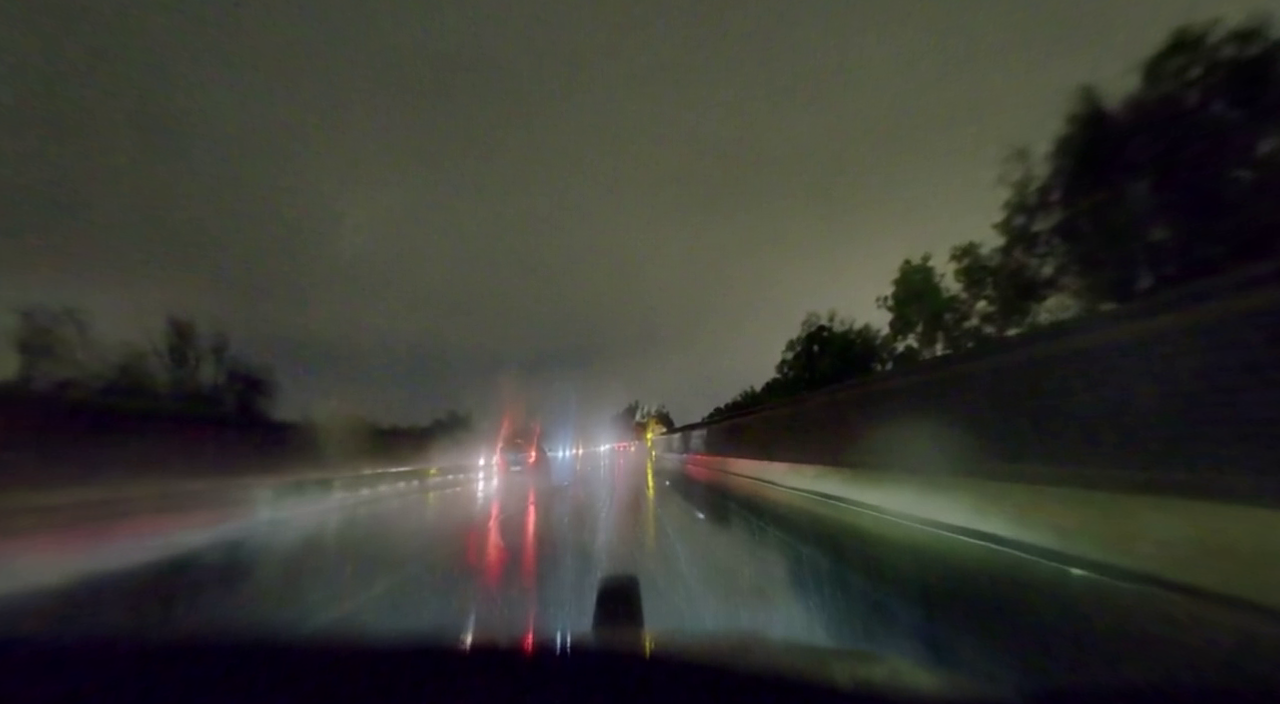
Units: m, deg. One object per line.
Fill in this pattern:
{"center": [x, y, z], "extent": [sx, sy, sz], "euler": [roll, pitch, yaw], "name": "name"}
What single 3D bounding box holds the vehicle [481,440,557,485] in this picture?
{"center": [-4.664, 4.341, 25.015], "extent": [2.139, 1.577, 4.546], "euler": [-1, -9, 0], "name": "vehicle"}
